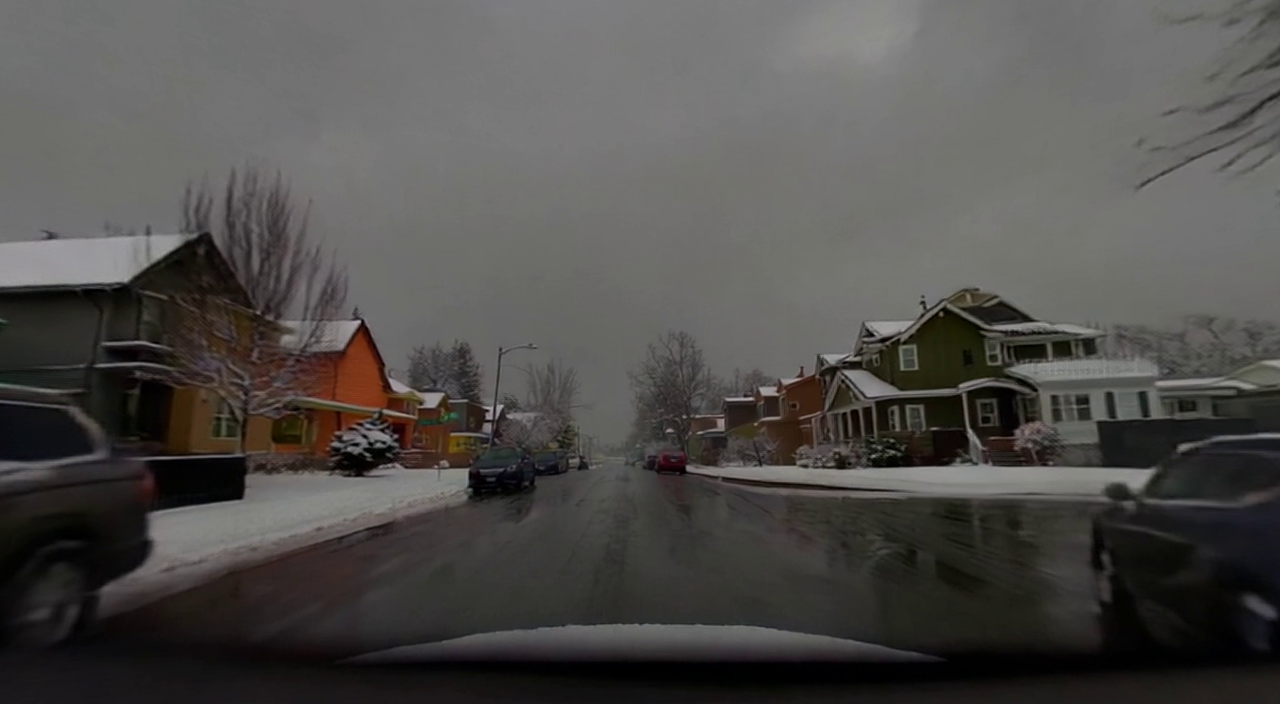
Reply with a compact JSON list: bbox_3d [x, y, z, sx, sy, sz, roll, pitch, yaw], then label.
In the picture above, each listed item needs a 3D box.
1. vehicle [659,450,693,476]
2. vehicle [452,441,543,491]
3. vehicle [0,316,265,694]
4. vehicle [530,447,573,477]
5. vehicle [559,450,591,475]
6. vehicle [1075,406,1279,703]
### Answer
[{"bbox_3d":[2.390,7.548,43.026,1.888,1.484,4.476,1,-7,-2],"label":"vehicle"},{"bbox_3d":[-4.735,3.842,21.676,2.080,1.471,4.638,1,-9,0],"label":"vehicle"},{"bbox_3d":[-4.203,0.696,2.326,2.131,1.851,5.650,1,-3,1],"label":"vehicle"},{"bbox_3d":[-5.033,6.292,36.411,2.020,1.470,5.300,0,-7,-3],"label":"vehicle"},{"bbox_3d":[-4.923,8.402,48.147,2.089,1.508,4.537,2,-6,-3],"label":"vehicle"},{"bbox_3d":[4.519,1.190,4.019,2.139,1.533,4.676,-4,-8,26],"label":"vehicle"}]
